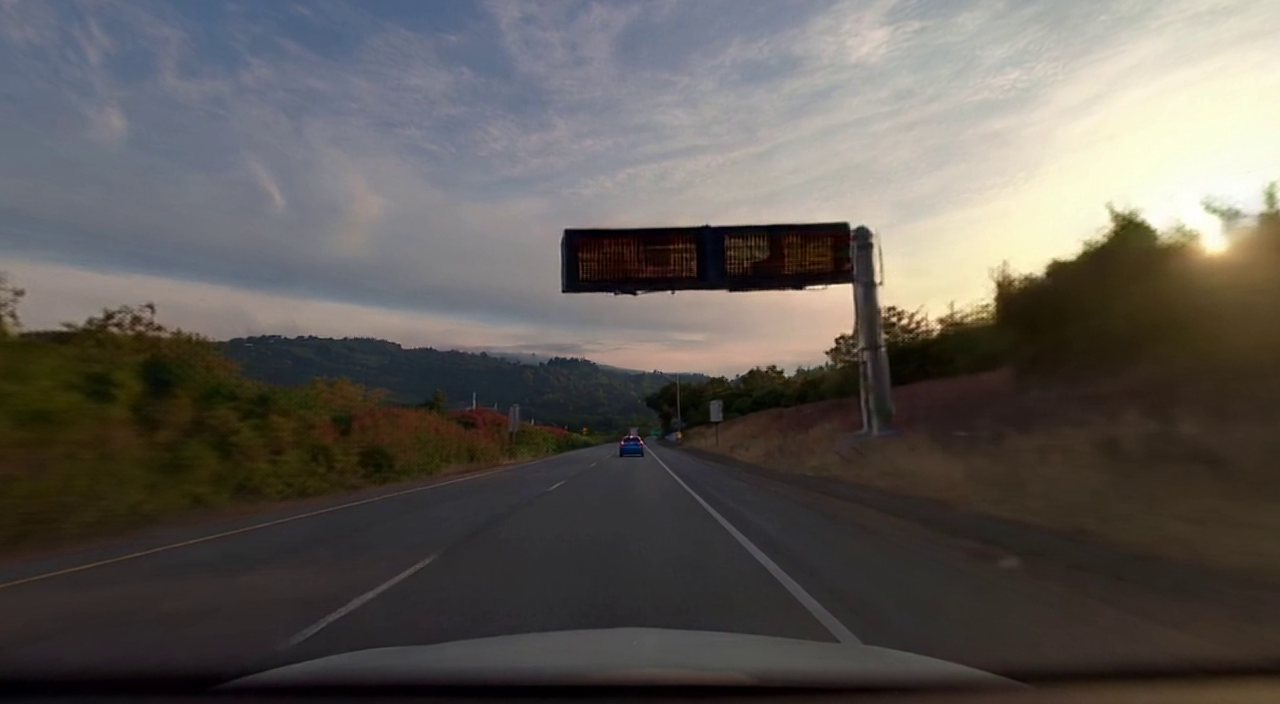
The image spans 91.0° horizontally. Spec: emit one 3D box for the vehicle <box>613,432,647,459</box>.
[{"bbox_3d":[-0.698,6.348,42.803,2.180,1.717,4.139,0,-8,-1],"label":"vehicle"}]
